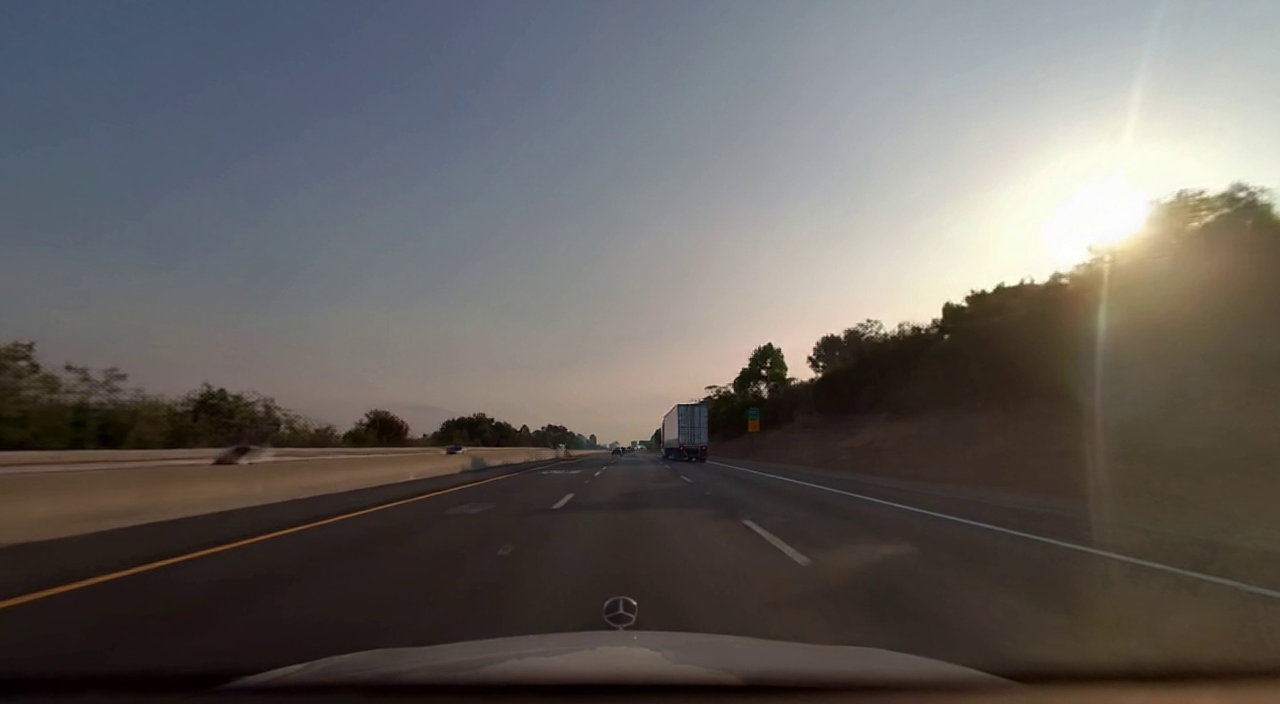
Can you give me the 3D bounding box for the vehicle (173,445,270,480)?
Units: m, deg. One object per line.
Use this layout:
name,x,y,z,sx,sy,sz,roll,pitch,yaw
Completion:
vehicle,-19.088,5.036,29.053,1.809,1.498,3.871,0,-9,0
